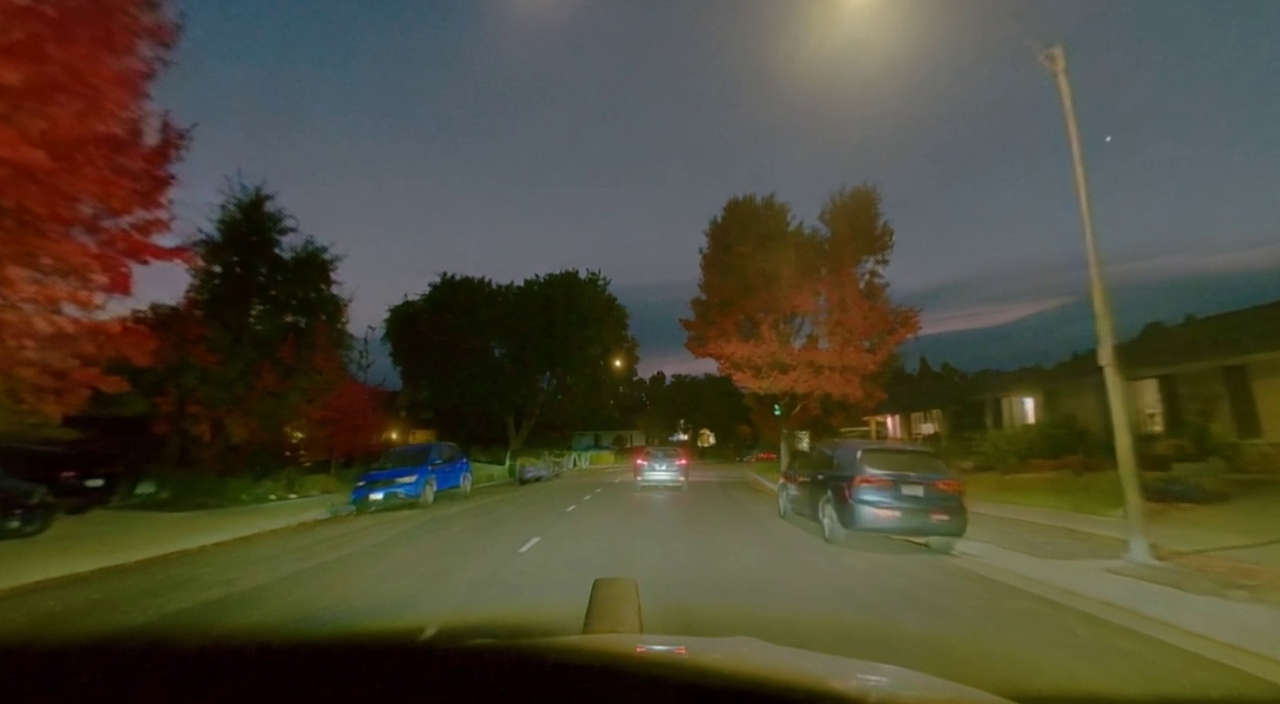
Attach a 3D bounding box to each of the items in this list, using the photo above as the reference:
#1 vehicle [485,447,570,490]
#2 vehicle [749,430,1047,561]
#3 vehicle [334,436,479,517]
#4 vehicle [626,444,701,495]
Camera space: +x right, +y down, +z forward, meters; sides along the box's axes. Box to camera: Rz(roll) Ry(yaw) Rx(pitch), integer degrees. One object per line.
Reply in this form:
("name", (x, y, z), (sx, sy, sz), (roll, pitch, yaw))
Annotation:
("vehicle", (-5.250, 5.497, 30.255), (2.641, 1.747, 4.738), (-4, -9, 7))
("vehicle", (3.459, 2.029, 9.750), (2.429, 1.502, 4.474), (1, -9, -5))
("vehicle", (-6.244, 3.371, 17.628), (2.235, 1.851, 4.662), (-2, -9, 1))
("vehicle", (0.862, 3.754, 20.639), (2.192, 1.474, 4.192), (-1, -9, 5))
